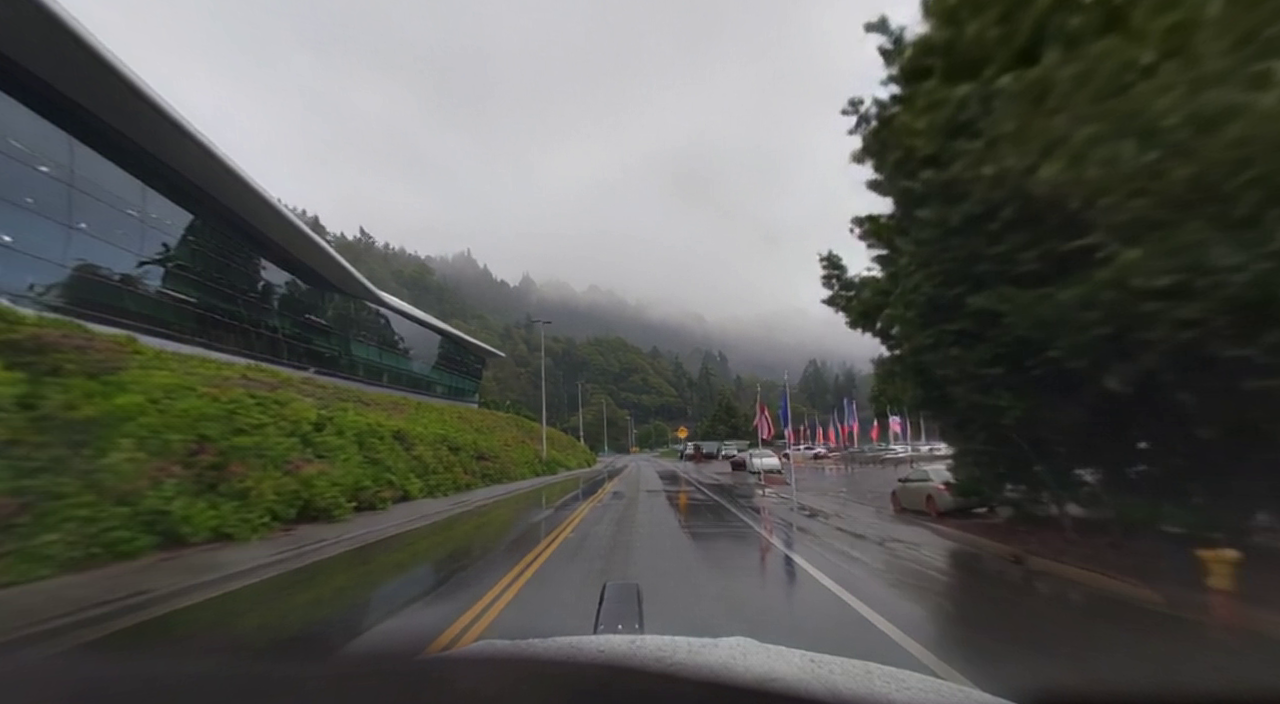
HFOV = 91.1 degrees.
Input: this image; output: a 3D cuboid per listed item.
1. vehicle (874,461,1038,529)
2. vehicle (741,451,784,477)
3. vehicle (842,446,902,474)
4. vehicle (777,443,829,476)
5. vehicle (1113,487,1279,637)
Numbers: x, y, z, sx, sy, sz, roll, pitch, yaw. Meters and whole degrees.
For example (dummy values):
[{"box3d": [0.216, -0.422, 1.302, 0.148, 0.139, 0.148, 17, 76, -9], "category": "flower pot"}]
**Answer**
[{"box3d": [8.109, 3.657, 16.574, 1.981, 1.471, 3.636, 1, -9, -10], "category": "vehicle"}, {"box3d": [7.735, 7.100, 39.992, 1.909, 1.496, 4.079, 0, -9, 0], "category": "vehicle"}, {"box3d": [14.711, 6.844, 40.121, 1.947, 1.657, 4.314, 0, -9, -4], "category": "vehicle"}, {"box3d": [10.396, 6.883, 40.452, 2.113, 1.945, 4.546, -1, -9, 1], "category": "vehicle"}, {"box3d": [8.322, 2.383, 7.518, 3.774, 1.358, 1.792, -2, -8, 2], "category": "vehicle"}]
